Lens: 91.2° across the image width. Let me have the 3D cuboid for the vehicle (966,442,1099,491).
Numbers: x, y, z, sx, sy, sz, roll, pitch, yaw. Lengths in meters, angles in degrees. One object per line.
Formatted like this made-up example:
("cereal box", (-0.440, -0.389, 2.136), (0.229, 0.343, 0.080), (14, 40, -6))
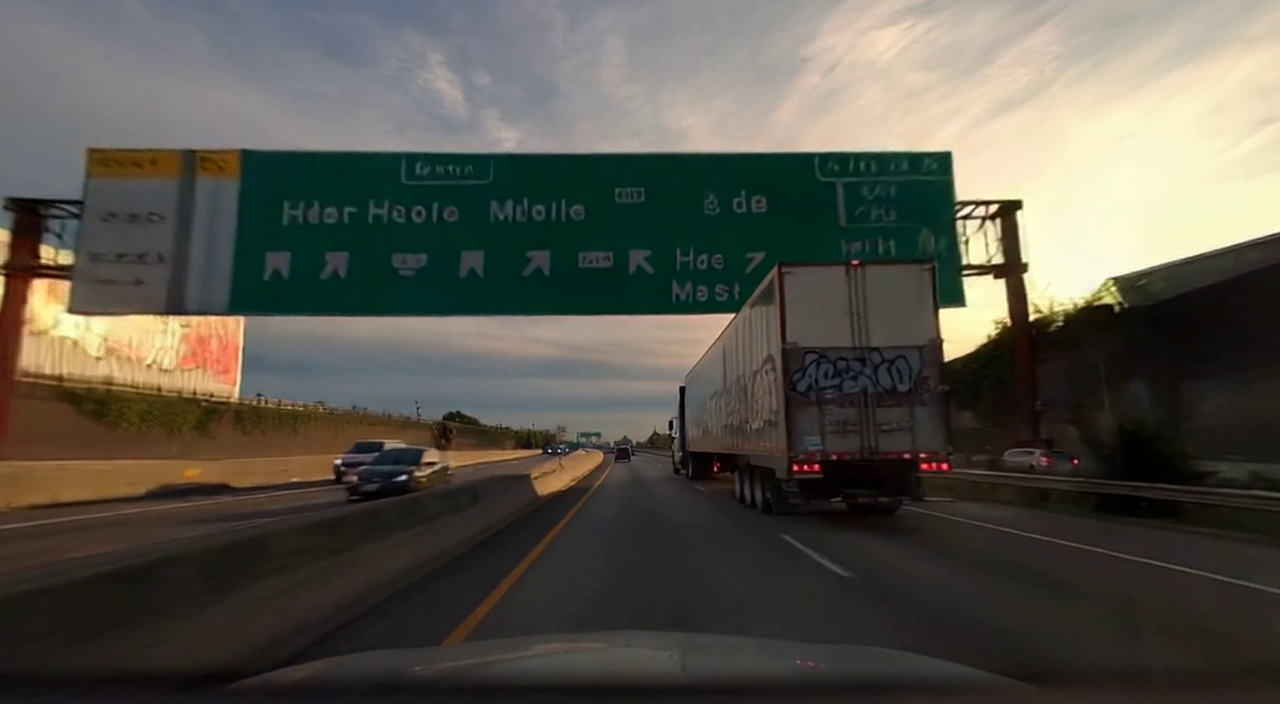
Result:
("vehicle", (14.609, 4.254, 23.685), (2.107, 1.648, 4.324), (0, -9, -1))

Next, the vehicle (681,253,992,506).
("vehicle", (3.855, 1.790, 19.471), (3.317, 4.314, 17.803), (0, -9, -2))

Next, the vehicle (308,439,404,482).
("vehicle", (-11.623, 4.461, 26.000), (1.993, 1.622, 4.248), (0, -9, -1))

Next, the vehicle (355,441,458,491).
("vehicle", (-7.879, 3.880, 21.649), (1.912, 1.501, 4.414), (0, -9, -1))
